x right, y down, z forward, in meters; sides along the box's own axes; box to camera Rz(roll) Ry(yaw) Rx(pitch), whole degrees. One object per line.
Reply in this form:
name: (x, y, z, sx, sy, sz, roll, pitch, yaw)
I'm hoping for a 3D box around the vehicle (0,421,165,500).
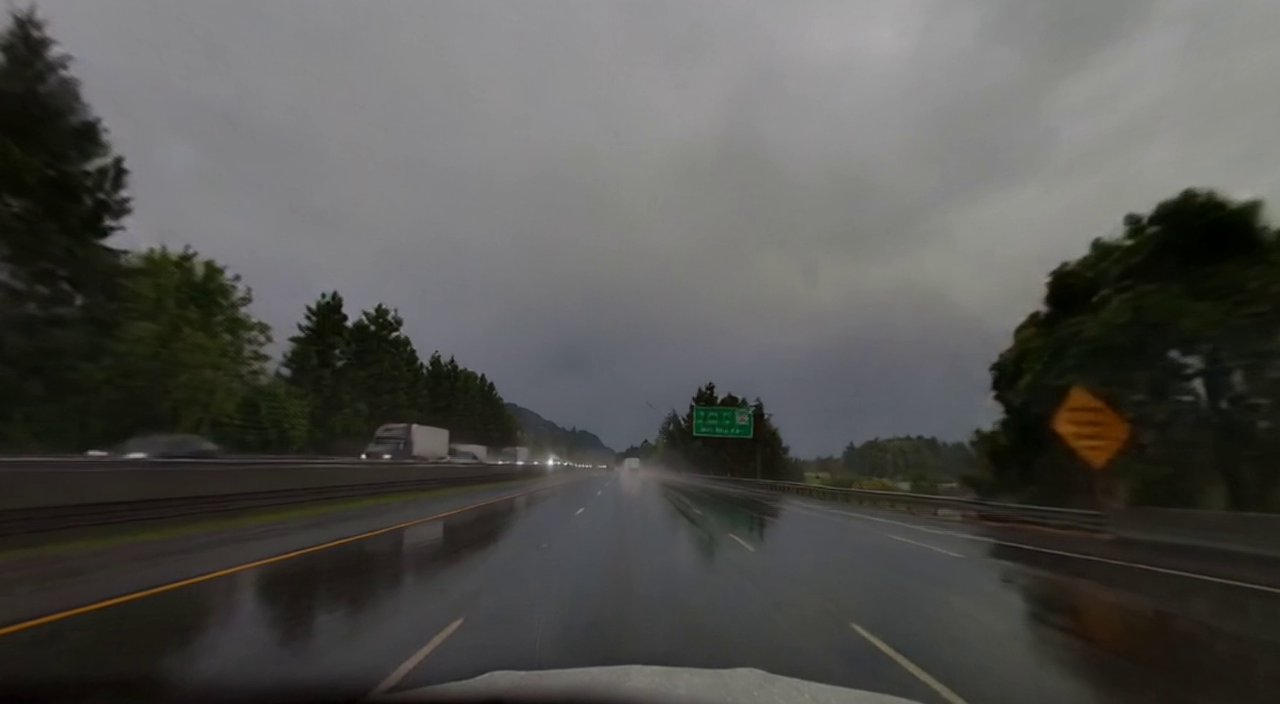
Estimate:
vehicle: (-12.318, 2.296, 13.291, 1.760, 1.422, 3.593, 1, -10, -1)
